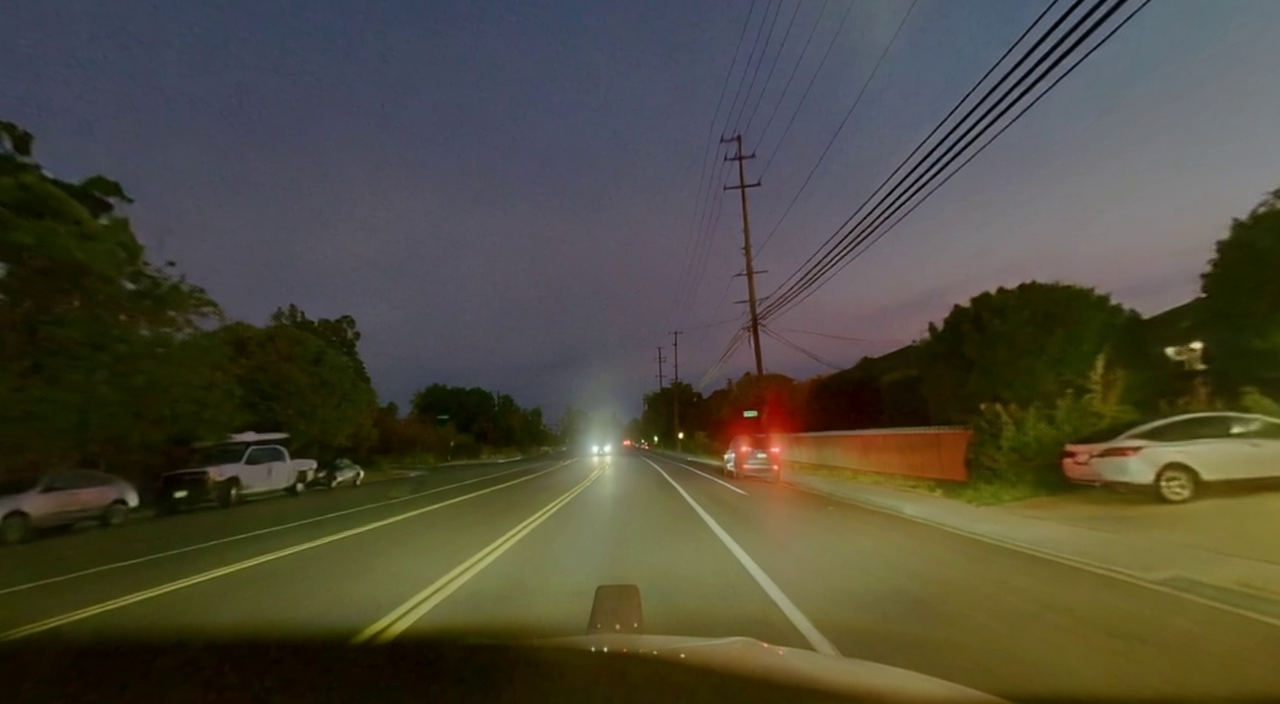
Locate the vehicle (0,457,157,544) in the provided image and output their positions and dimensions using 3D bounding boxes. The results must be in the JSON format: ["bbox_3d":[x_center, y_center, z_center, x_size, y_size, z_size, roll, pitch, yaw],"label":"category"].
[{"bbox_3d":[-13.220,3.085,13.526,2.041,1.573,4.575,0,-8,1],"label":"vehicle"}]

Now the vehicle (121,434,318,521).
[{"bbox_3d":[-13.018,3.816,20.267,2.331,2.265,5.888,-2,-7,-1],"label":"vehicle"}]

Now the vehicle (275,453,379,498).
[{"bbox_3d":[-13.298,5.247,27.247,2.106,1.606,4.804,-1,-8,0],"label":"vehicle"}]

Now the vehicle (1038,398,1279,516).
[{"bbox_3d":[10.640,1.935,12.013,4.598,1.892,1.990,-3,-8,3],"label":"vehicle"}]

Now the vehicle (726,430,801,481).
[{"bbox_3d":[5.306,4.524,27.918,2.238,1.995,5.491,0,-8,0],"label":"vehicle"}]
